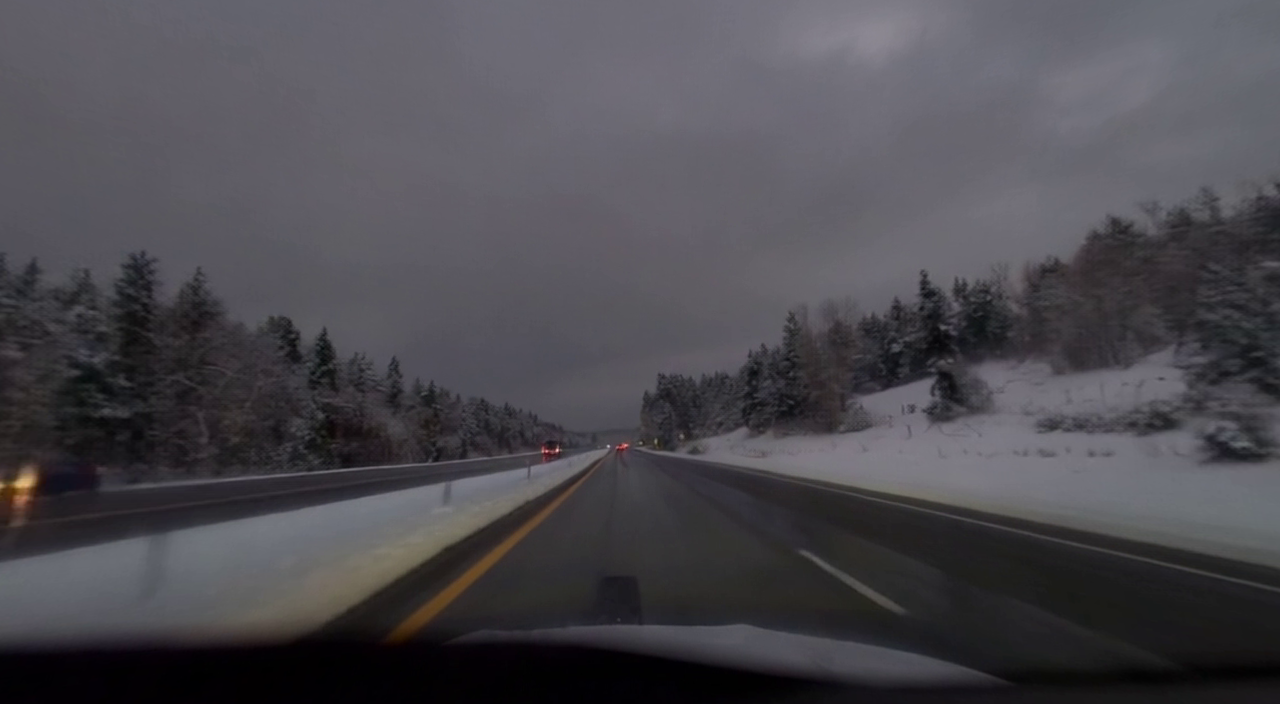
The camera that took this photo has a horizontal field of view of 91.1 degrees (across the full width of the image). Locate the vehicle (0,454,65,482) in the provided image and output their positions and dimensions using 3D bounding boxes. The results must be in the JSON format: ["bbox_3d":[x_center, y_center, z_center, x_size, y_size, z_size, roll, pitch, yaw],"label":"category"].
[{"bbox_3d":[-36.802,6.768,36.720,2.011,1.509,4.568,0,-9,1],"label":"vehicle"}]
